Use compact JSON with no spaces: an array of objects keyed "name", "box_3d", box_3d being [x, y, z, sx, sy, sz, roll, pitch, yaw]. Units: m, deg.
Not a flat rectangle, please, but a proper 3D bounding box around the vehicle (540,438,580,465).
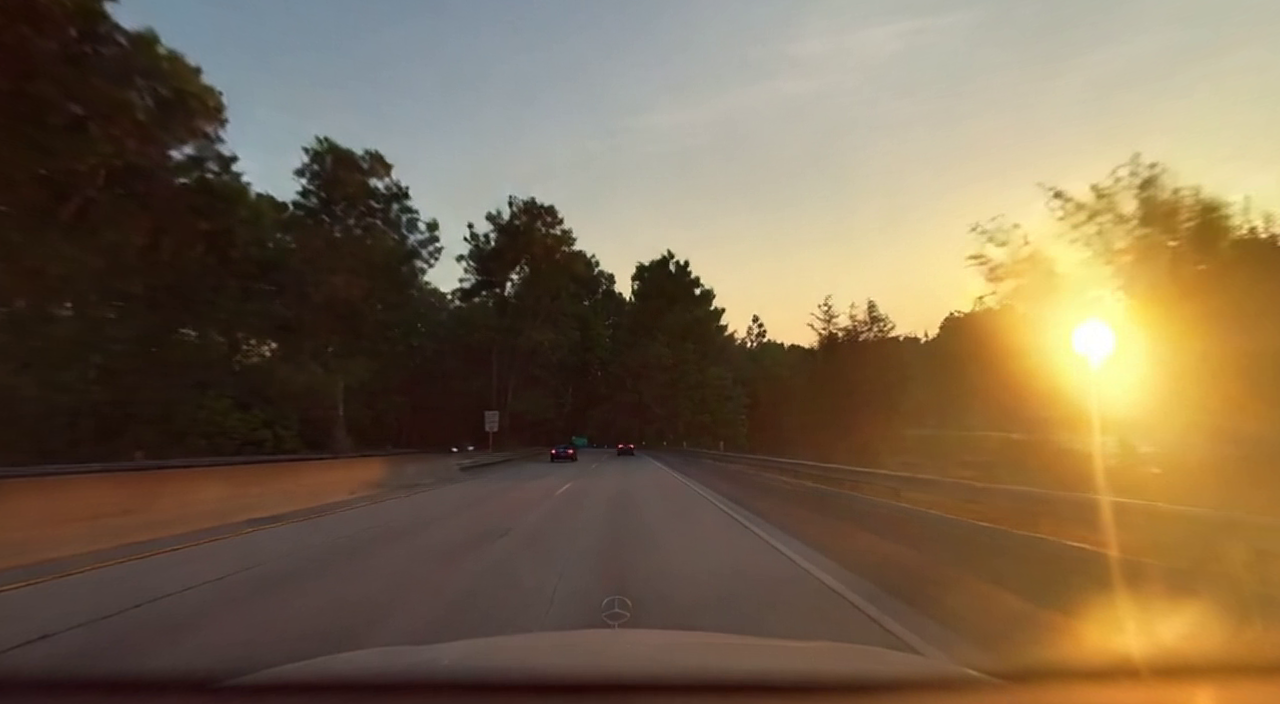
[{"name":"vehicle","box_3d":[-5.075,6.366,40.489,2.111,1.645,4.382,0,-8,-1]}]
